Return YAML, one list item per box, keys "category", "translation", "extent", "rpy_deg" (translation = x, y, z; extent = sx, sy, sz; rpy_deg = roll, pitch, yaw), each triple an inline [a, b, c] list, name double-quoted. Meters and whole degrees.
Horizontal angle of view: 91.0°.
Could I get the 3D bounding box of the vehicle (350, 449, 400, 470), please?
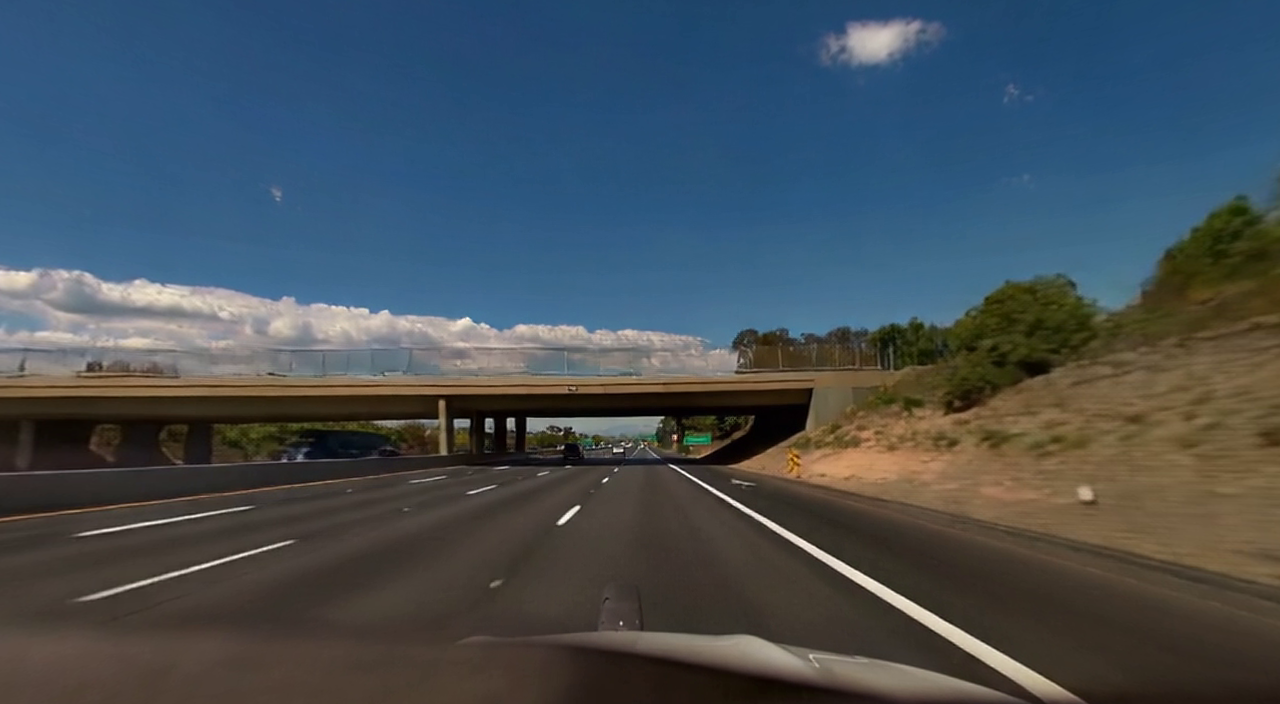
- category: "vehicle"
  translation: [-20.588, 8.356, 49.040]
  extent: [1.992, 1.481, 4.283]
  rpy_deg: [0, -9, 1]
